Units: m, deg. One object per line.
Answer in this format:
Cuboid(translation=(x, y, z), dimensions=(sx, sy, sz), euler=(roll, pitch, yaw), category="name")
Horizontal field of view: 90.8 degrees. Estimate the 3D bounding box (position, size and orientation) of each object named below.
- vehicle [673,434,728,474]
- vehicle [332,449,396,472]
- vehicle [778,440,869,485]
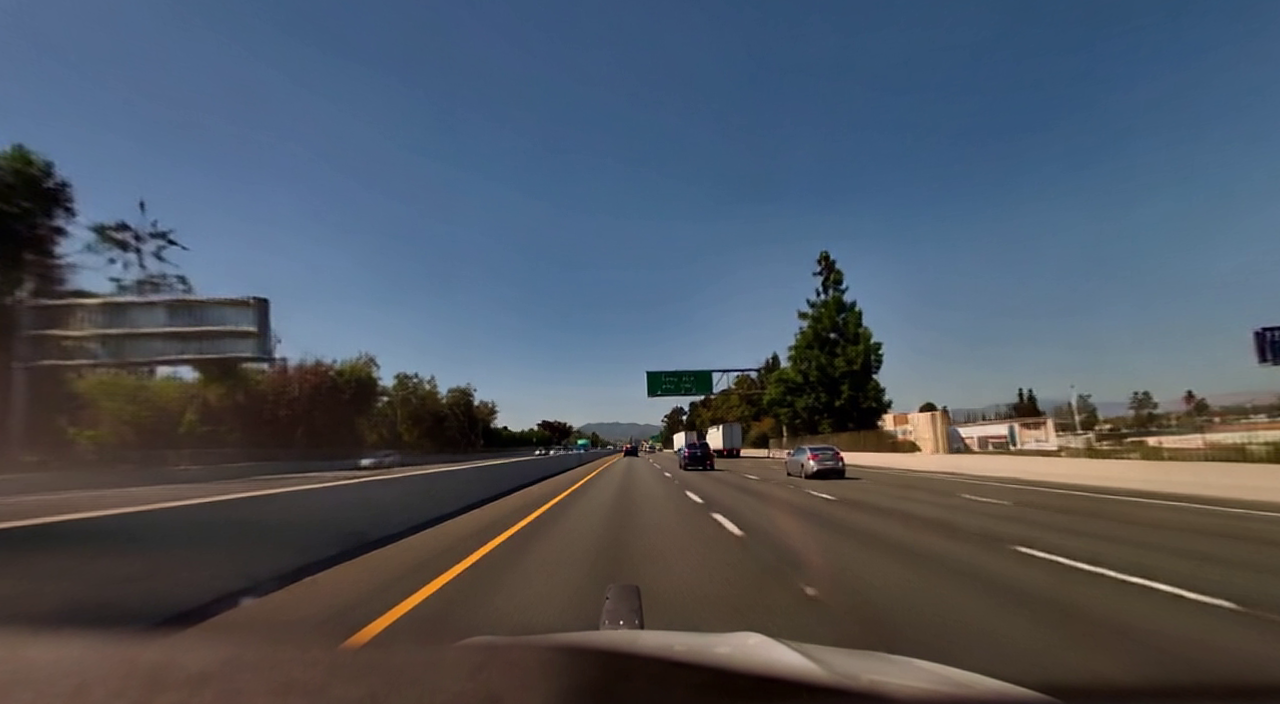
Cuboid(translation=(2.938, 5.103, 31.872), dimensions=(2.258, 1.824, 4.908), euler=(0, -9, -1), category="vehicle")
Cuboid(translation=(-18.152, 7.143, 41.757), dimensions=(2.078, 1.342, 4.590), euler=(0, -8, 1), category="vehicle")
Cuboid(translation=(6.572, 3.998, 23.166), dimensions=(2.009, 1.456, 4.097), euler=(0, -9, -2), category="vehicle")
